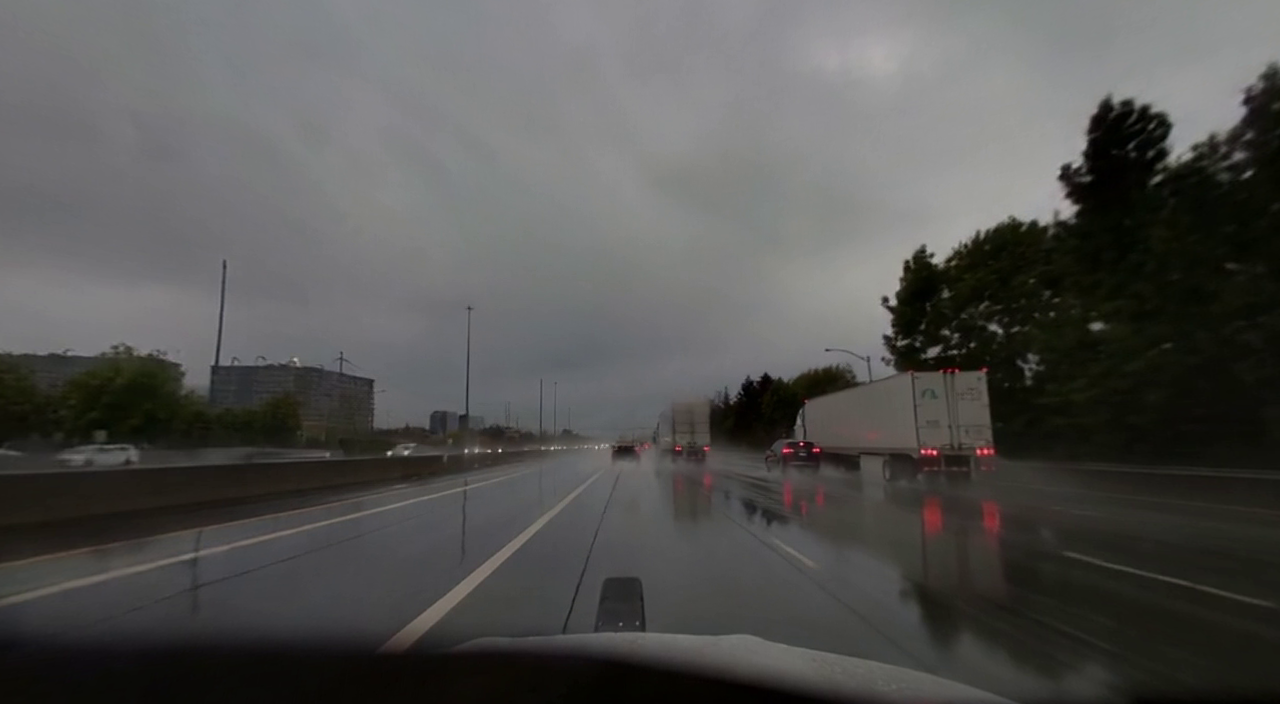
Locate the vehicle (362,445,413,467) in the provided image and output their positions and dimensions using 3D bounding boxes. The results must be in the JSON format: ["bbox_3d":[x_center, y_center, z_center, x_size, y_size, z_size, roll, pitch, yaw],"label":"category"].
[{"bbox_3d":[-16.705,6.883,42.004,1.429,1.331,4.546,0,-9,0],"label":"vehicle"}]

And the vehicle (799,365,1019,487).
[{"bbox_3d":[11.304,3.804,30.124,2.898,4.171,17.188,0,-9,0],"label":"vehicle"}]

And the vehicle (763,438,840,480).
[{"bbox_3d":[6.956,4.654,27.738,2.154,1.658,4.347,0,-9,-1],"label":"vehicle"}]

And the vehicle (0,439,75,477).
[{"bbox_3d":[-42.348,7.259,43.345,2.194,2.394,5.779,1,-9,-7],"label":"vehicle"}]

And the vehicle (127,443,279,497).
[{"bbox_3d":[-12.849,3.471,18.898,1.840,1.413,3.738,0,-9,0],"label":"vehicle"}]

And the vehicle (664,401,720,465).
[{"bbox_3d":[3.547,6.024,46.041,2.999,4.127,10.526,0,-9,-1],"label":"vehicle"}]

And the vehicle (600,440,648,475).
[{"bbox_3d":[-0.756,5.104,30.732,2.163,1.551,4.180,0,-9,-1],"label":"vehicle"}]
